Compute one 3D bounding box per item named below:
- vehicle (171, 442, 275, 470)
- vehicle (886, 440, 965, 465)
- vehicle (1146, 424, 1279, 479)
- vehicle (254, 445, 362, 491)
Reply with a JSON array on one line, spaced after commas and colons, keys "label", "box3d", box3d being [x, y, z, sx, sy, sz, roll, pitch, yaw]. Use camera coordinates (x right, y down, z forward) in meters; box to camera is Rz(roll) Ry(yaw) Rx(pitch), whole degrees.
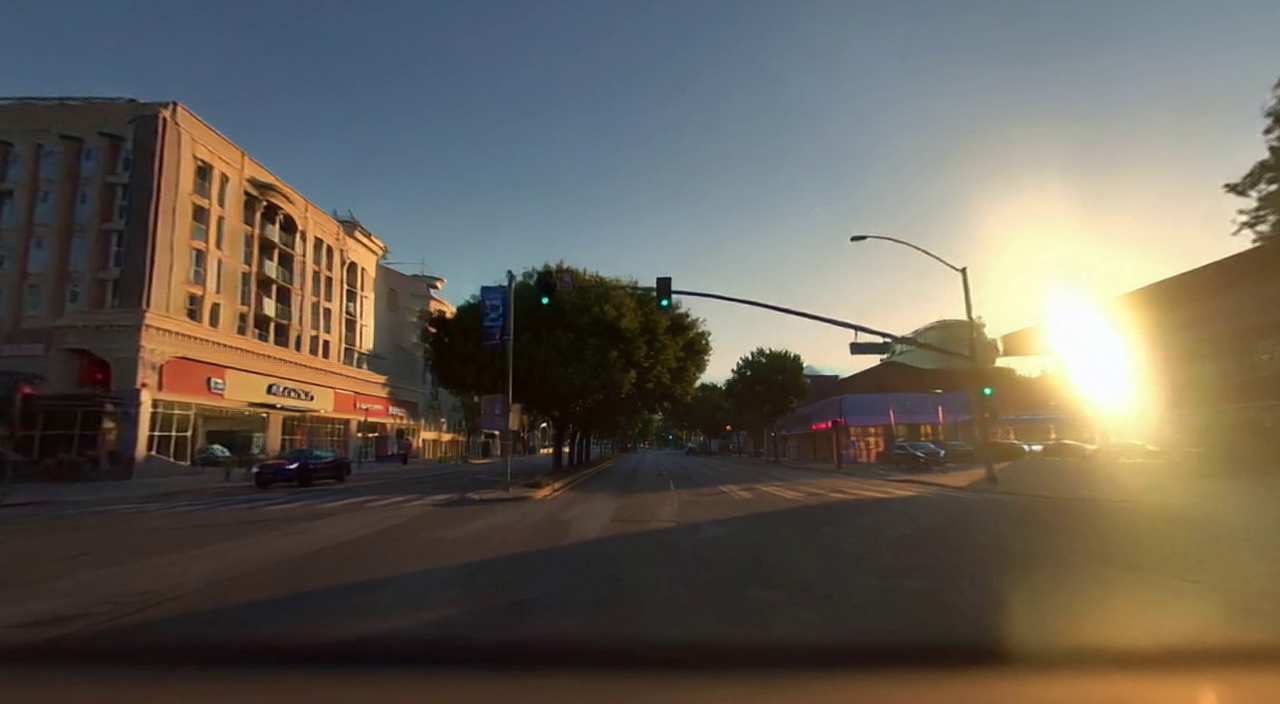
[{"label": "vehicle", "box3d": [-29.887, 7.465, 45.452, 5.712, 1.863, 2.422, 0, -8, 0]}, {"label": "vehicle", "box3d": [19.775, 6.968, 43.928, 4.468, 1.635, 2.017, 0, -8, -3]}, {"label": "vehicle", "box3d": [20.879, 3.321, 21.234, 5.587, 1.689, 2.605, 0, -9, -3]}, {"label": "vehicle", "box3d": [-12.955, 4.524, 25.032, 1.892, 1.639, 4.311, 0, -8, 0]}]
